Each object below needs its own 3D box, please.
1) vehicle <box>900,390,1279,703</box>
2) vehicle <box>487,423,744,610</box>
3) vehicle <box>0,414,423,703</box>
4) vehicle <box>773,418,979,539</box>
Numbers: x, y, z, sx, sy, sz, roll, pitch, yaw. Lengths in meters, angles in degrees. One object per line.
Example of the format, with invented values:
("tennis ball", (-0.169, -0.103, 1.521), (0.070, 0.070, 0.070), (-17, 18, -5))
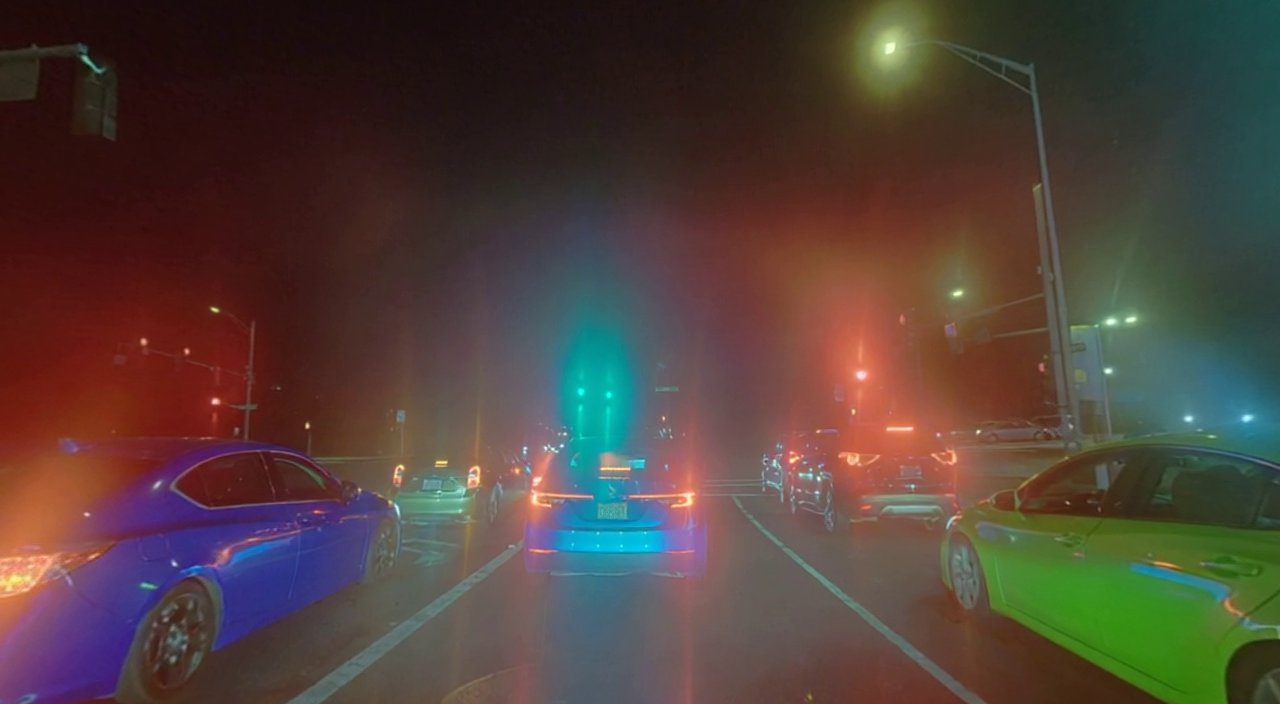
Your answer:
("vehicle", (3.430, 1.092, 3.693), (1.981, 1.499, 4.536), (0, -8, 2))
("vehicle", (-0.184, 1.623, 7.128), (2.059, 1.477, 3.988), (0, -8, 1))
("vehicle", (-3.409, 1.301, 4.717), (1.980, 1.454, 4.226), (0, -8, 1))
("vehicle", (3.767, 2.095, 11.007), (2.007, 1.683, 4.171), (0, -8, 1))
